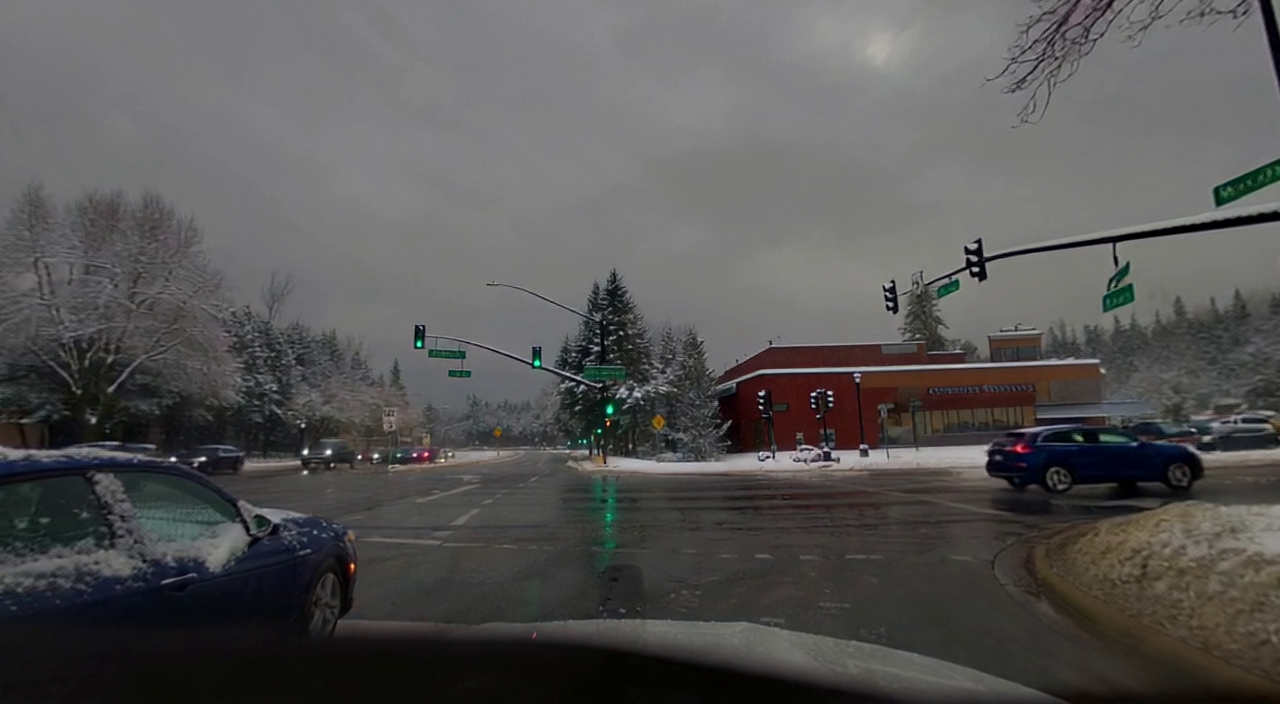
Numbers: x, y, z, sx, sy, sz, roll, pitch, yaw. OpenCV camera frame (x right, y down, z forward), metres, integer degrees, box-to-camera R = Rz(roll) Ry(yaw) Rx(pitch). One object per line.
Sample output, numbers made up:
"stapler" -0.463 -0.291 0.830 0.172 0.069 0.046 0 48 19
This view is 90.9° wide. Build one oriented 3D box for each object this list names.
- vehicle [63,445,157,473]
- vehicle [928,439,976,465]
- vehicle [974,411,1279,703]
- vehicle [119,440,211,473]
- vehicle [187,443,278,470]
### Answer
"vehicle" -34.006 6.856 40.648 2.079 1.681 4.675 0 -8 -1
"vehicle" 19.250 6.142 39.048 1.930 1.492 4.703 -3 -9 18
"vehicle" 4.112 1.070 3.303 1.940 1.487 4.562 0 -8 -4
"vehicle" -27.002 5.938 36.057 1.886 1.694 4.420 0 -8 -2
"vehicle" -22.978 5.894 35.806 2.206 1.447 4.697 0 -8 -2
